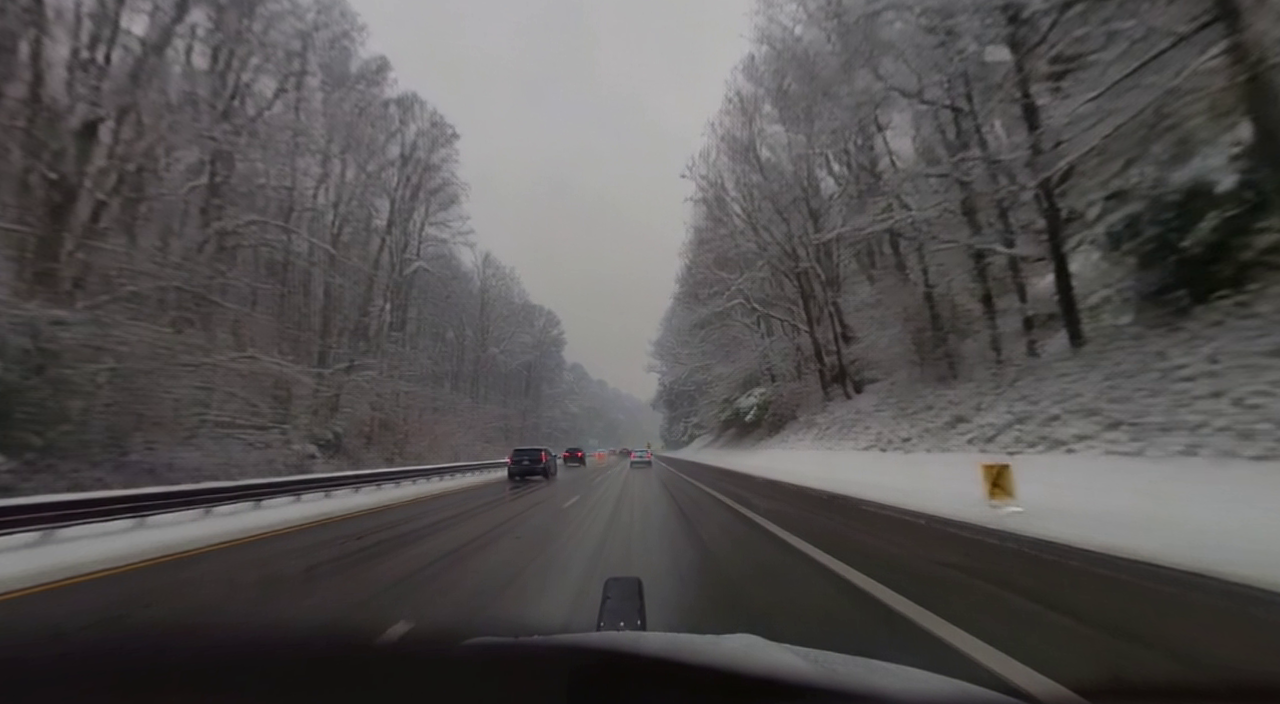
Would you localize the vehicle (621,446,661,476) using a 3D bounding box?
[{"bbox_3d":[0.016,5.820,33.757,2.001,1.490,3.914,0,-9,-1],"label":"vehicle"}]

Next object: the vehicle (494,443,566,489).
[{"bbox_3d":[-3.972,4.182,23.424,1.978,1.538,3.755,0,-9,0],"label":"vehicle"}]

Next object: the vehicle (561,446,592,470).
[{"bbox_3d":[-4.466,7.526,44.941,1.834,1.615,3.624,0,-9,0],"label":"vehicle"}]
